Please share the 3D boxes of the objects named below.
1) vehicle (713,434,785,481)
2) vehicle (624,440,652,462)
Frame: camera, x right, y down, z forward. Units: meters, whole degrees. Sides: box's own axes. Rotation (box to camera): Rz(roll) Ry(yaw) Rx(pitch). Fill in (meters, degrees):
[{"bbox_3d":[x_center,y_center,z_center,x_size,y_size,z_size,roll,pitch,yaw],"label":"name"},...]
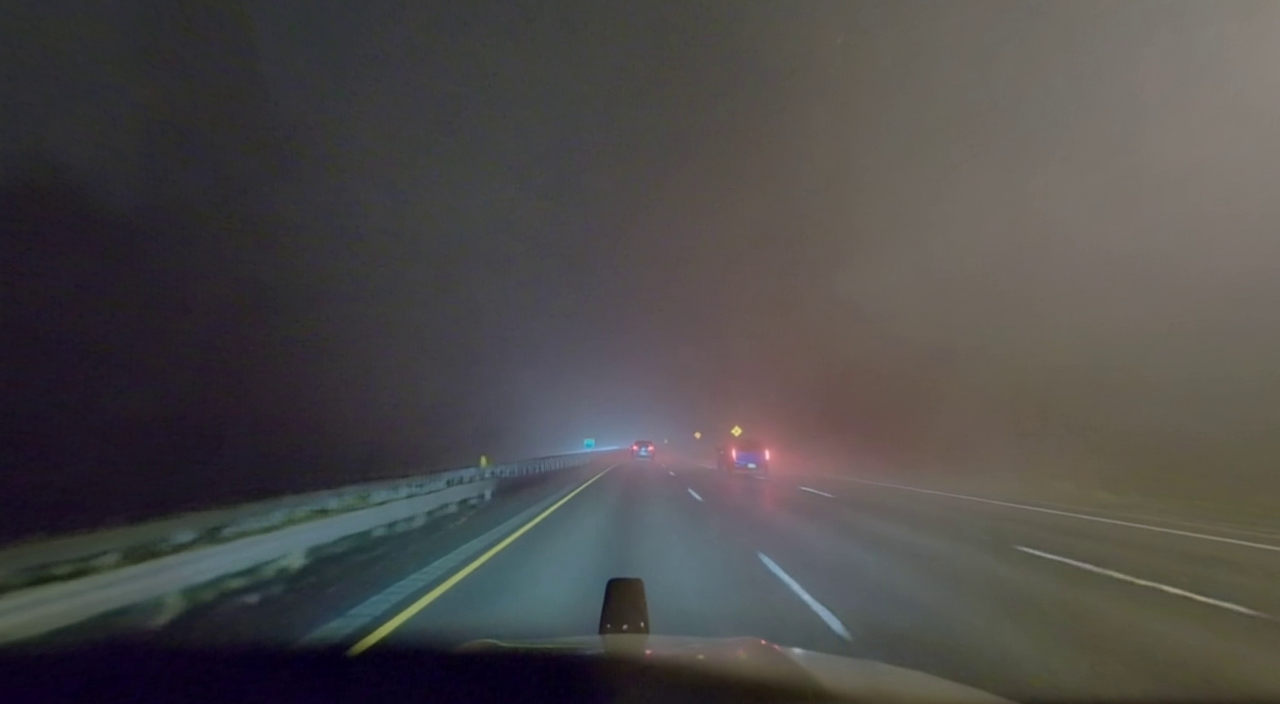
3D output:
[{"bbox_3d":[3.998,3.931,23.785,2.037,1.609,4.036,0,-8,1],"label":"vehicle"},{"bbox_3d":[-0.098,7.427,47.220,2.009,1.554,4.013,0,-8,1],"label":"vehicle"}]
